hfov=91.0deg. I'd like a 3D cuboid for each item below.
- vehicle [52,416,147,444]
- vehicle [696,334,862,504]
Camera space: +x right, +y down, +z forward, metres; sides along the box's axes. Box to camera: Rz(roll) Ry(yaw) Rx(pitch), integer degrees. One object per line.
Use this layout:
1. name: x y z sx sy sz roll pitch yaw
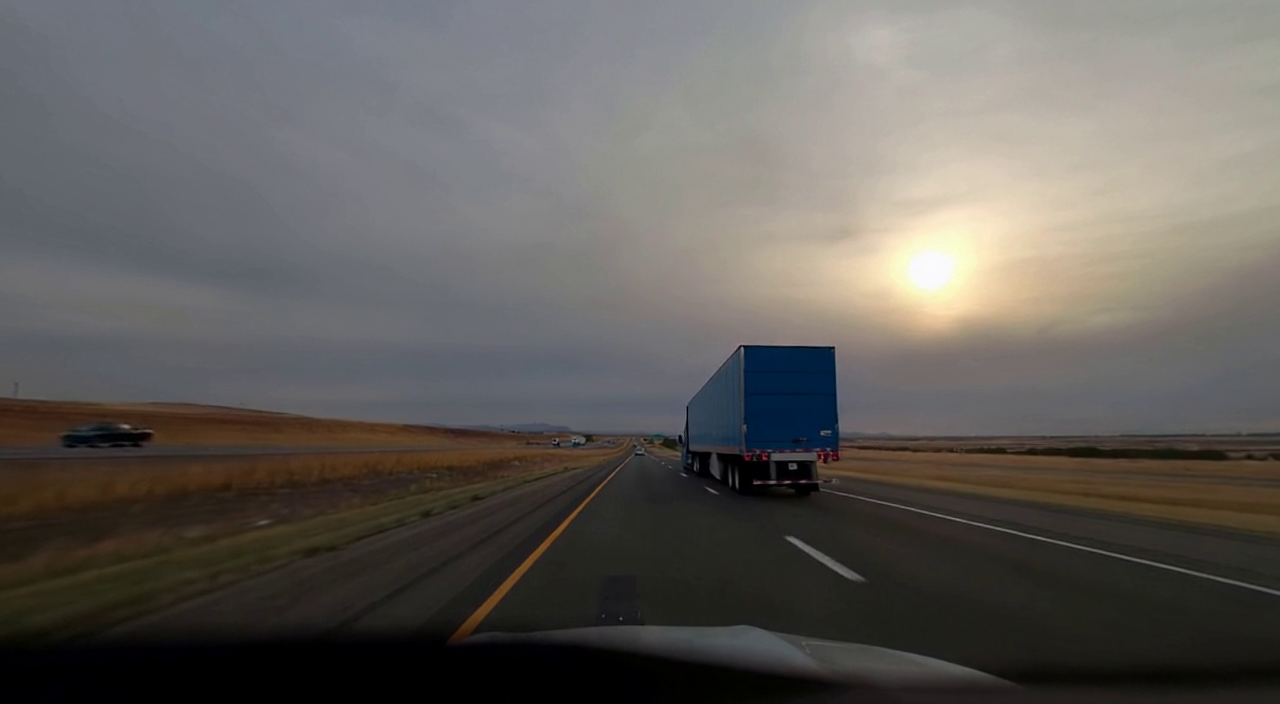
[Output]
1. vehicle: -33.386 4.870 39.098 1.905 1.601 4.480 0 -9 0
2. vehicle: 3.981 2.606 22.046 2.818 4.206 12.987 0 -9 0
